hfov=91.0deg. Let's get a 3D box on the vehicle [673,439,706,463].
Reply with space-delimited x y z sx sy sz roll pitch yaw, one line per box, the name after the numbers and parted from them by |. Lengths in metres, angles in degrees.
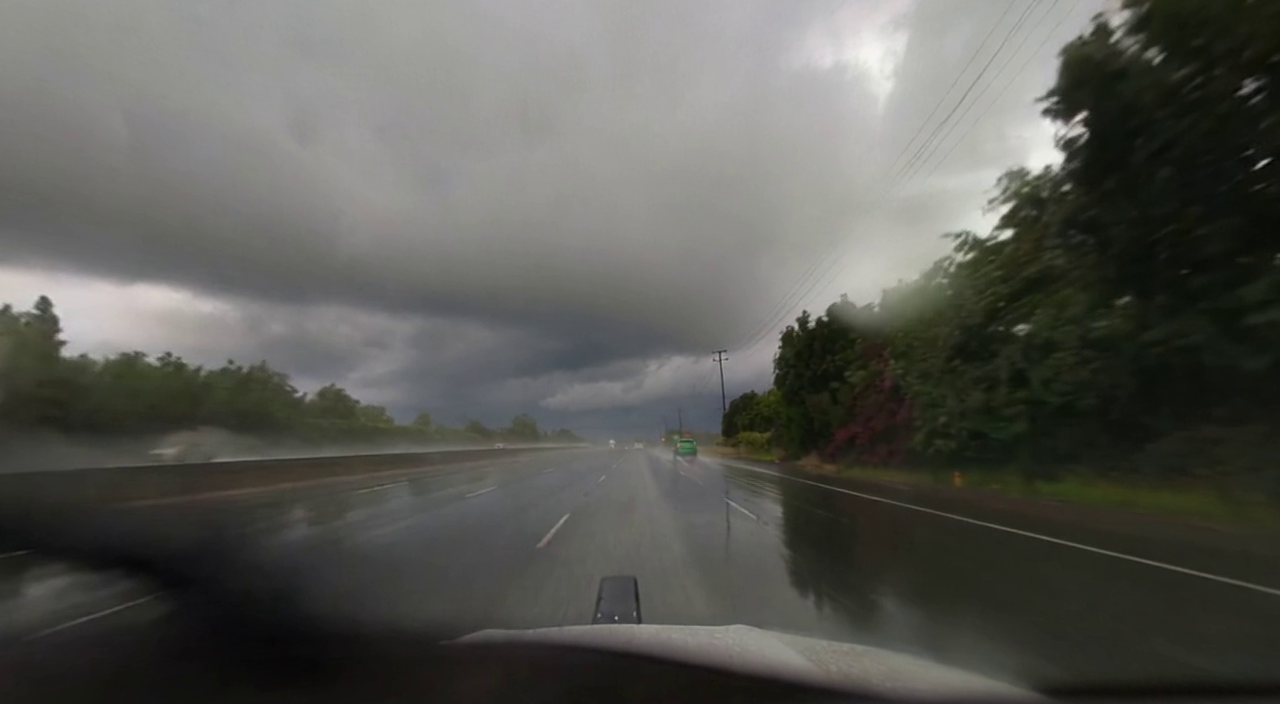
3.429 6.958 44.542 1.977 1.581 4.428 0 -8 0 | vehicle
